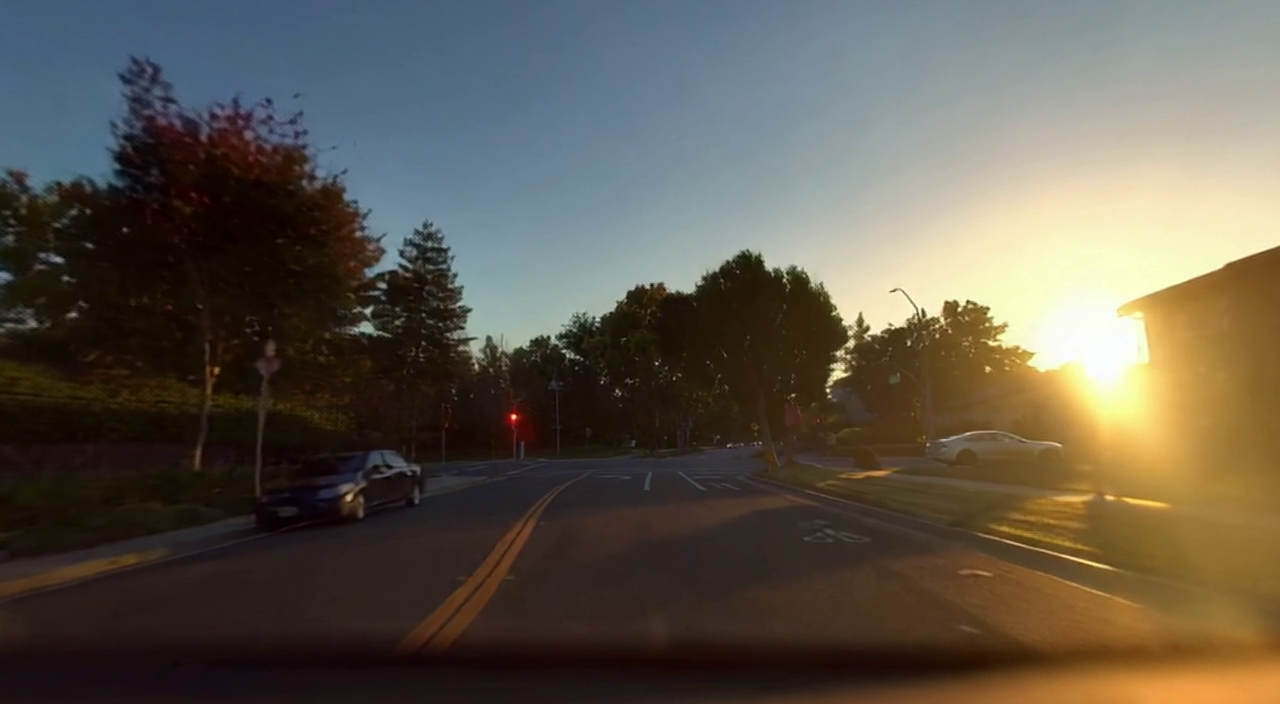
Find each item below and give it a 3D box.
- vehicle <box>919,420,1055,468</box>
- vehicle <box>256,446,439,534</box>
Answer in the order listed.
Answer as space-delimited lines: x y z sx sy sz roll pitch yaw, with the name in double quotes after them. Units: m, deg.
14.811 3.989 27.036 4.562 1.850 2.130 1 -10 3 "vehicle"
-6.075 2.855 13.738 2.033 1.456 4.370 -3 -8 -2 "vehicle"
